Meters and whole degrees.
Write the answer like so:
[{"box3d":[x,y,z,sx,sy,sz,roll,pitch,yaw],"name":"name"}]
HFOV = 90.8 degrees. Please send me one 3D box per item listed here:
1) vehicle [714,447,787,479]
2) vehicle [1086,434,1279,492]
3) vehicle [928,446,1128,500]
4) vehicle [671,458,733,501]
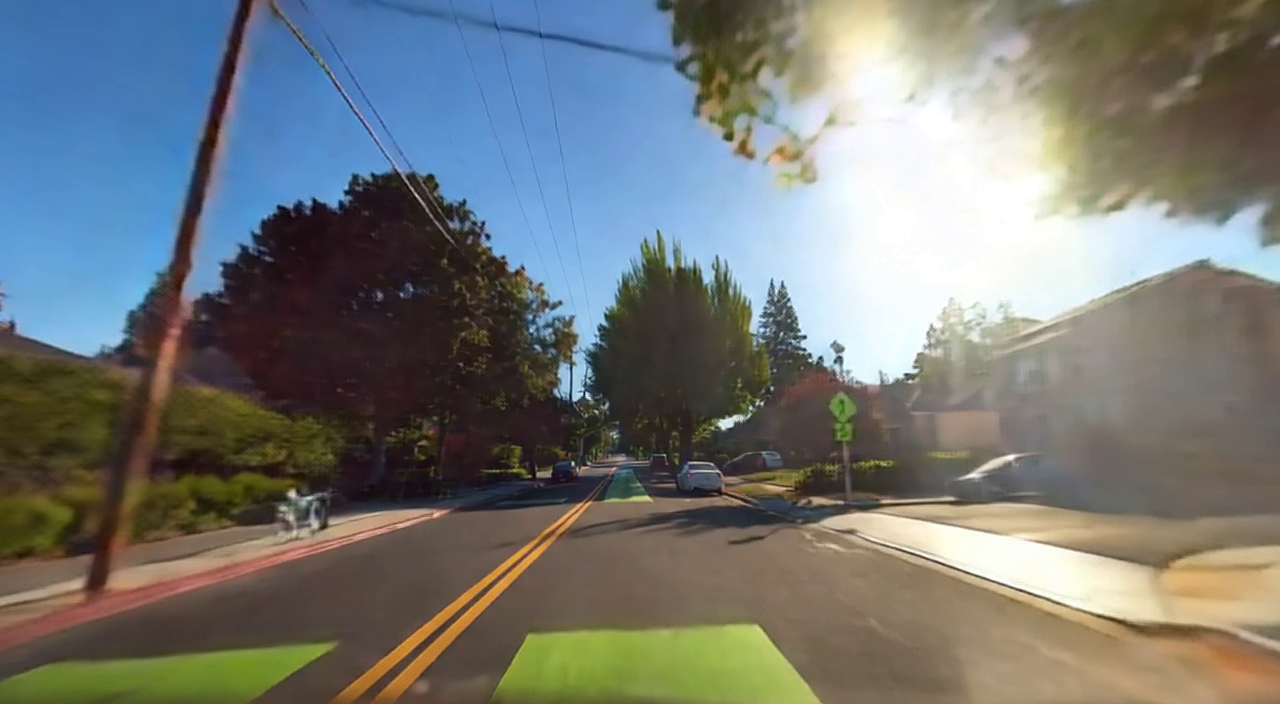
[{"box3d":[8.333,8.351,47.827,4.922,1.846,1.941,-5,-8,-6],"name":"vehicle"},{"box3d":[17.015,3.485,19.783,4.578,1.675,2.010,0,-12,-5],"name":"vehicle"},{"box3d":[11.759,3.742,19.385,4.809,1.494,1.940,0,-13,-3],"name":"vehicle"},{"box3d":[2.582,5.484,27.587,1.989,1.545,5.423,0,-9,-2],"name":"vehicle"}]
